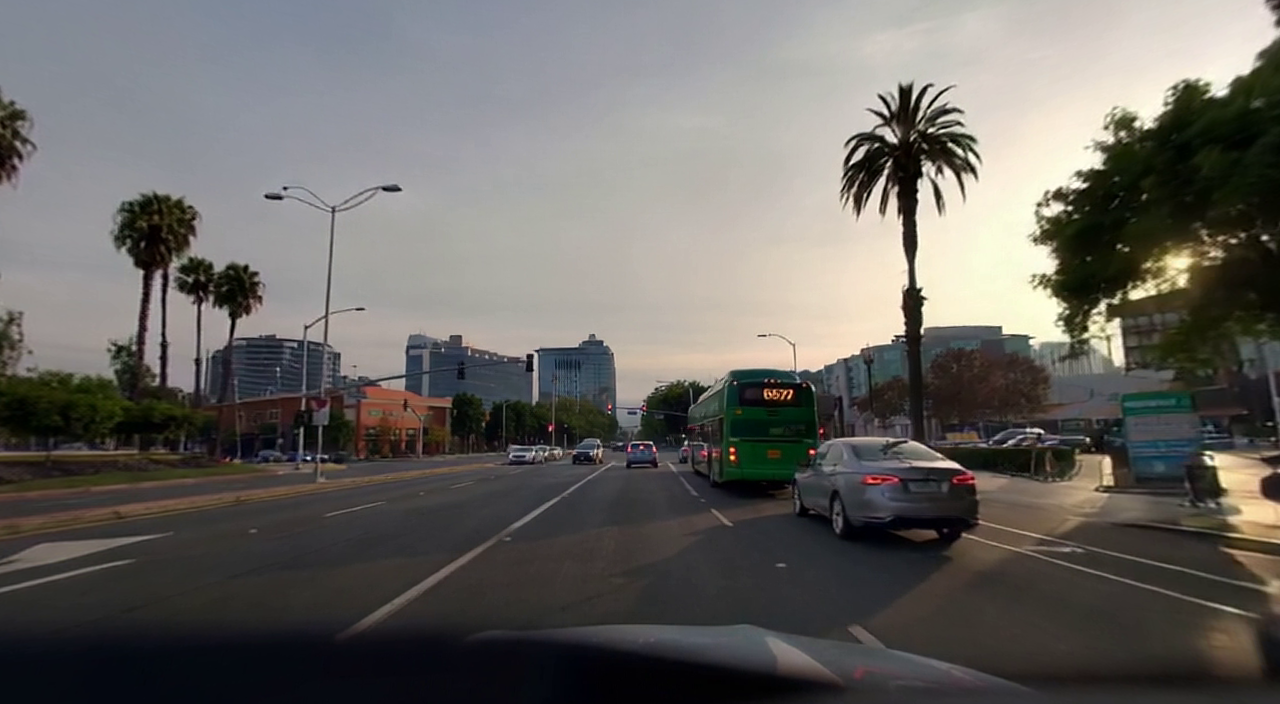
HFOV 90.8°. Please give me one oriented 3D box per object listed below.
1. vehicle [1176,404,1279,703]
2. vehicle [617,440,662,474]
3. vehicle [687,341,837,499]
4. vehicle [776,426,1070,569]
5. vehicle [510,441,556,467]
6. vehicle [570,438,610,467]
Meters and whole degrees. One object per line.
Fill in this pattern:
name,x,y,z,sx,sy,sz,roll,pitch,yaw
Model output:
vehicle,3.348,0.640,0.333,2.063,1.483,4.620,0,-9,0
vehicle,0.008,5.043,30.446,2.060,1.499,3.831,0,-9,1
vehicle,3.594,2.719,22.944,2.970,4.015,13.606,0,-9,1
vehicle,3.613,1.951,9.409,1.965,1.519,5.078,0,-9,-1
vehicle,-6.728,6.467,40.207,1.927,1.480,4.832,-1,-9,2
vehicle,-3.125,6.376,40.324,2.020,1.721,4.366,0,-9,2
